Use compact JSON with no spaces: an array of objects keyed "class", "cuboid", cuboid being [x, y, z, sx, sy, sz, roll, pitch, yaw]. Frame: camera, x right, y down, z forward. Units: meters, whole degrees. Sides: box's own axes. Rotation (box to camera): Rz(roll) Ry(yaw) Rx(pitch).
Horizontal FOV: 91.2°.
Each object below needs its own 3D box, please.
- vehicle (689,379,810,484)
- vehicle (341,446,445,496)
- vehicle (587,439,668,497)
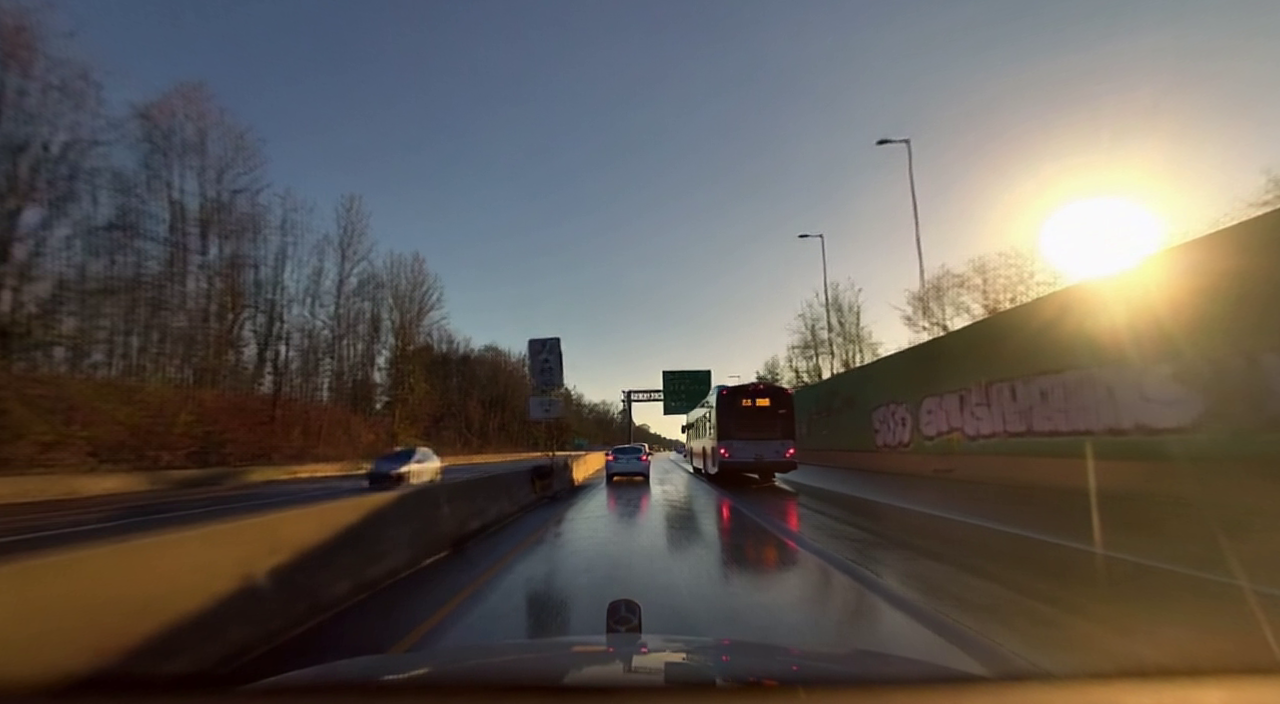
[{"class":"vehicle","cuboid":[4.124,3.600,27.139,3.055,3.479,12.521,-1,-9,1]},{"class":"vehicle","cuboid":[-8.607,4.156,22.306,1.922,1.560,4.165,-1,-9,1]},{"class":"vehicle","cuboid":[-0.302,3.457,18.993,2.160,1.532,4.073,-1,-9,1]}]
